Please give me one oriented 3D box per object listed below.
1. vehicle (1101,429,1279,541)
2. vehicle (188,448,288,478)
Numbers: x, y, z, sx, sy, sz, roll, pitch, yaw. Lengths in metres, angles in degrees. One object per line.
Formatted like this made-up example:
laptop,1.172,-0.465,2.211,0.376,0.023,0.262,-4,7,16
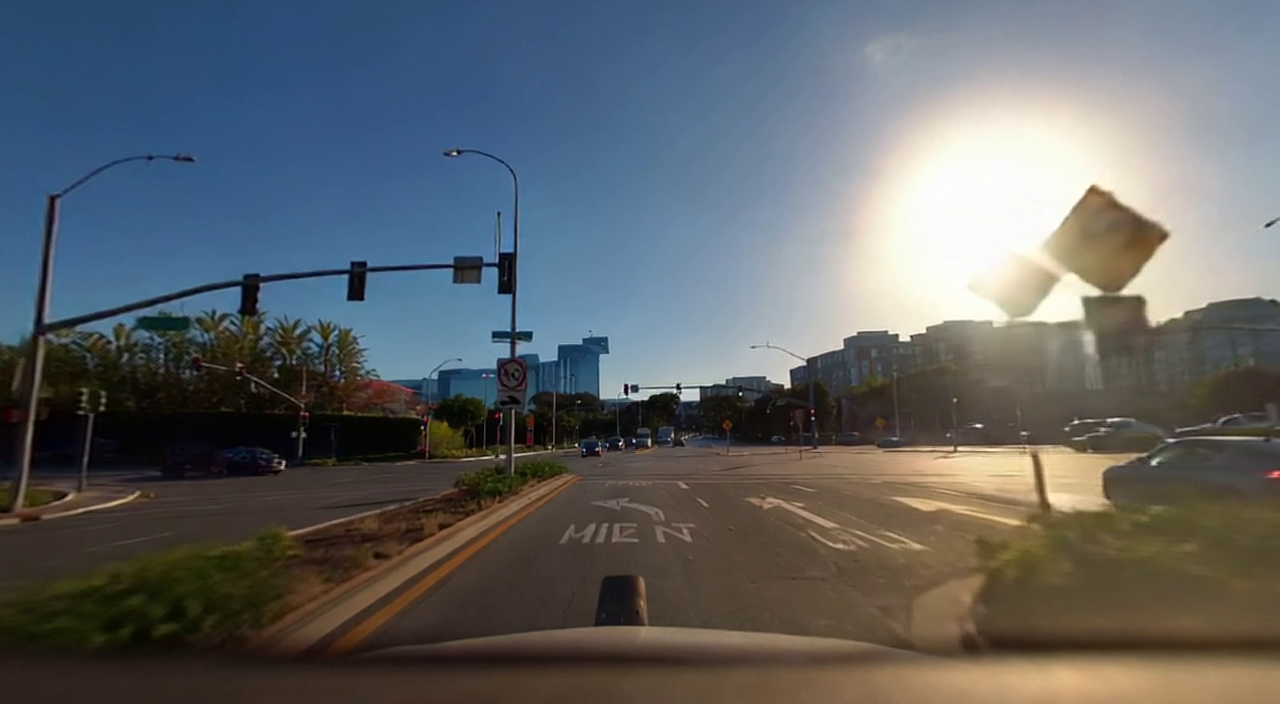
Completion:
vehicle,9.593,1.934,9.475,1.933,1.500,4.458,0,-8,-1
vehicle,-24.728,6.839,39.003,4.706,1.734,2.253,-1,-8,6
